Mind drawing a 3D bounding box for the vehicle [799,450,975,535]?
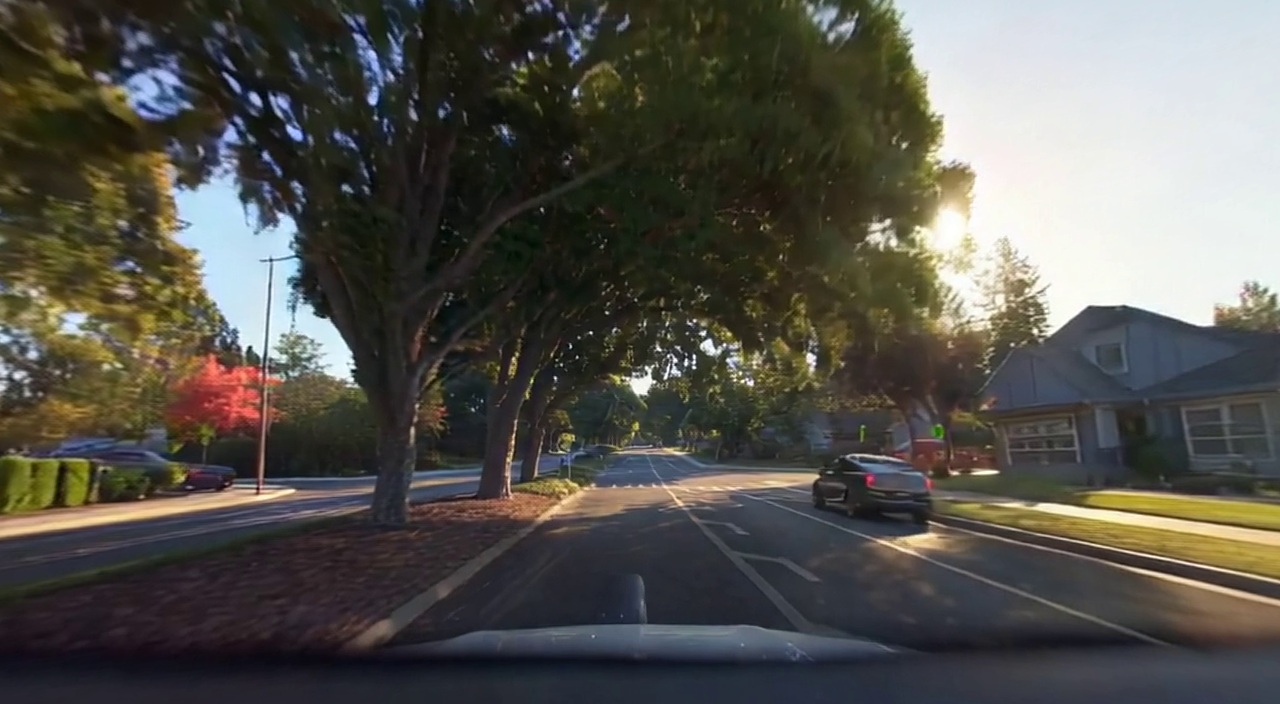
[{"bbox_3d":[4.990,2.853,13.555,1.904,1.475,4.386,0,-9,-1],"label":"vehicle"}]
